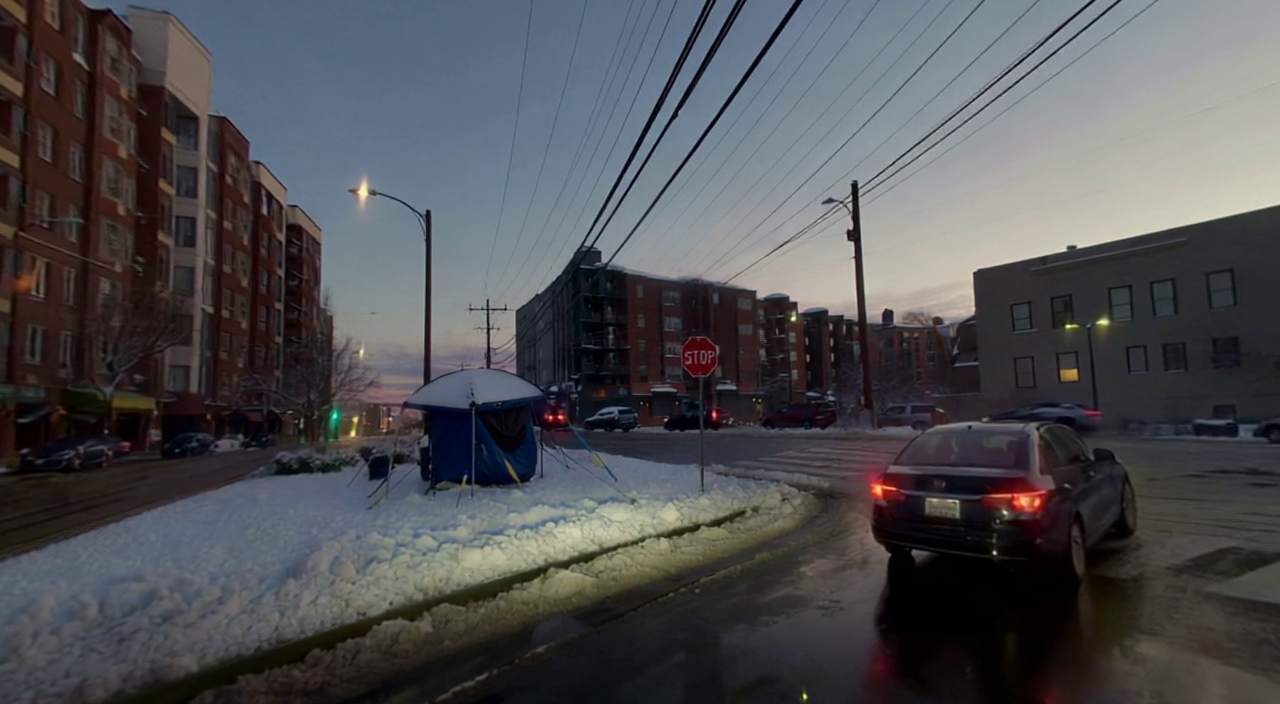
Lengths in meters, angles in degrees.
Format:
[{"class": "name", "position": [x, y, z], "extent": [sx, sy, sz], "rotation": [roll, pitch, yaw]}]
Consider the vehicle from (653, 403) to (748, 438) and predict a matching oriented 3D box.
[{"class": "vehicle", "position": [2.853, 3.382, 30.646], "extent": [4.363, 1.511, 1.838], "rotation": [-8, -12, 43]}]

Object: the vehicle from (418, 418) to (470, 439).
[{"class": "vehicle", "position": [-15.353, 6.016, 49.366], "extent": [2.089, 1.506, 4.641], "rotation": [7, -11, -41]}]

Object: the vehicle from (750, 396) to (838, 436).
[{"class": "vehicle", "position": [8.240, 3.509, 34.087], "extent": [1.805, 1.694, 4.214], "rotation": [13, -17, -43]}]

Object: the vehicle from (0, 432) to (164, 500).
[{"class": "vehicle", "position": [-17.194, 3.492, 19.874], "extent": [2.054, 1.800, 5.212], "rotation": [3, -9, -20]}]

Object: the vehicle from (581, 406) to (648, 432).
[{"class": "vehicle", "position": [-1.673, 4.271, 39.790], "extent": [1.790, 1.468, 4.422], "rotation": [8, -12, -42]}]

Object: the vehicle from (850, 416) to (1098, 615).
[{"class": "vehicle", "position": [4.152, 1.696, 7.600], "extent": [1.945, 1.647, 4.160], "rotation": [-6, -10, 34]}]

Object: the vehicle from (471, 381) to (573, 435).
[{"class": "vehicle", "position": [-7.692, 3.733, 40.700], "extent": [7.172, 3.075, 2.584], "rotation": [-7, -10, 41]}]

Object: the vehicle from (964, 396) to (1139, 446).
[{"class": "vehicle", "position": [13.683, 2.393, 21.193], "extent": [4.569, 1.487, 1.999], "rotation": [-8, -11, 41]}]
